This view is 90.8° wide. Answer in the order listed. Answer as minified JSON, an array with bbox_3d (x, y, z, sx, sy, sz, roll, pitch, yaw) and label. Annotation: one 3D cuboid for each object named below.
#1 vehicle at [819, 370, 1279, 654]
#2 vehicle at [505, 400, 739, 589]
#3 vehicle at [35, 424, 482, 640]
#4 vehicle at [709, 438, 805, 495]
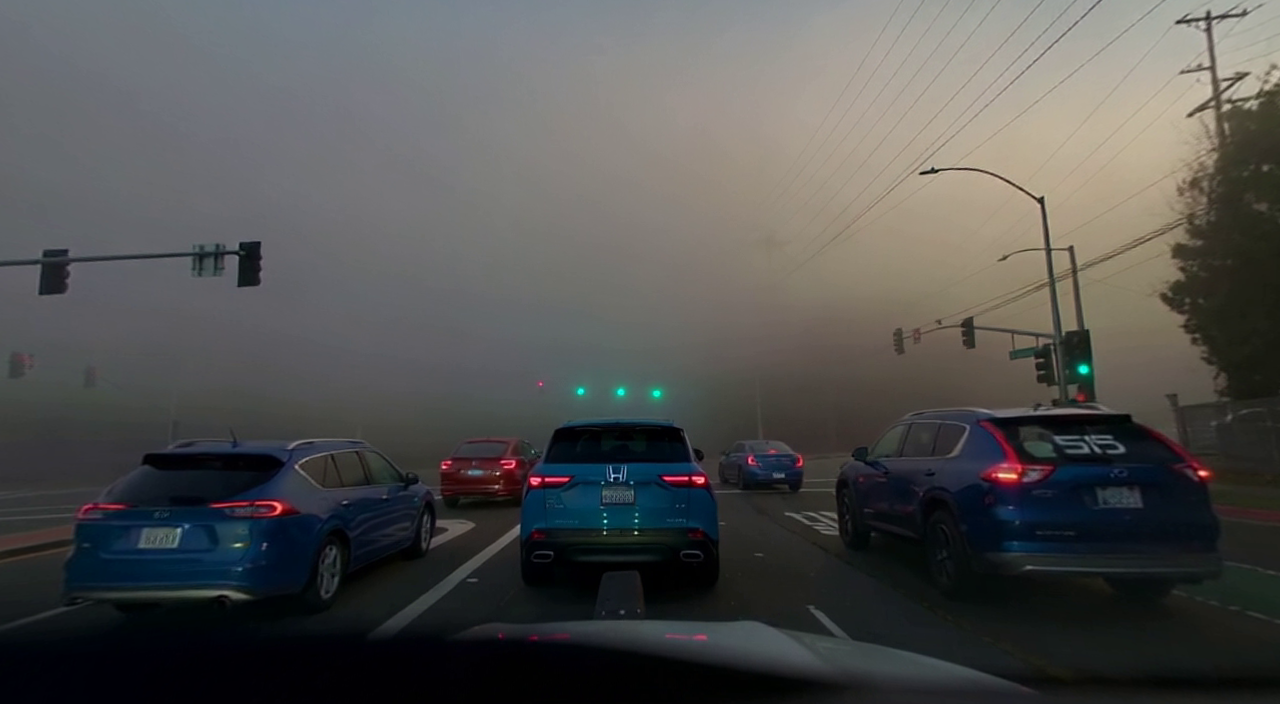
[{"bbox_3d":[3.517,1.350,6.366,1.999,1.789,4.583,0,-9,-1],"label":"vehicle"},{"bbox_3d":[-0.134,1.605,7.862,2.111,1.712,4.078,0,-9,1],"label":"vehicle"},{"bbox_3d":[-3.190,1.577,6.645,1.881,1.466,4.484,0,-9,0],"label":"vehicle"},{"bbox_3d":[3.347,3.364,18.963,1.949,1.479,4.489,0,-9,-1],"label":"vehicle"}]
